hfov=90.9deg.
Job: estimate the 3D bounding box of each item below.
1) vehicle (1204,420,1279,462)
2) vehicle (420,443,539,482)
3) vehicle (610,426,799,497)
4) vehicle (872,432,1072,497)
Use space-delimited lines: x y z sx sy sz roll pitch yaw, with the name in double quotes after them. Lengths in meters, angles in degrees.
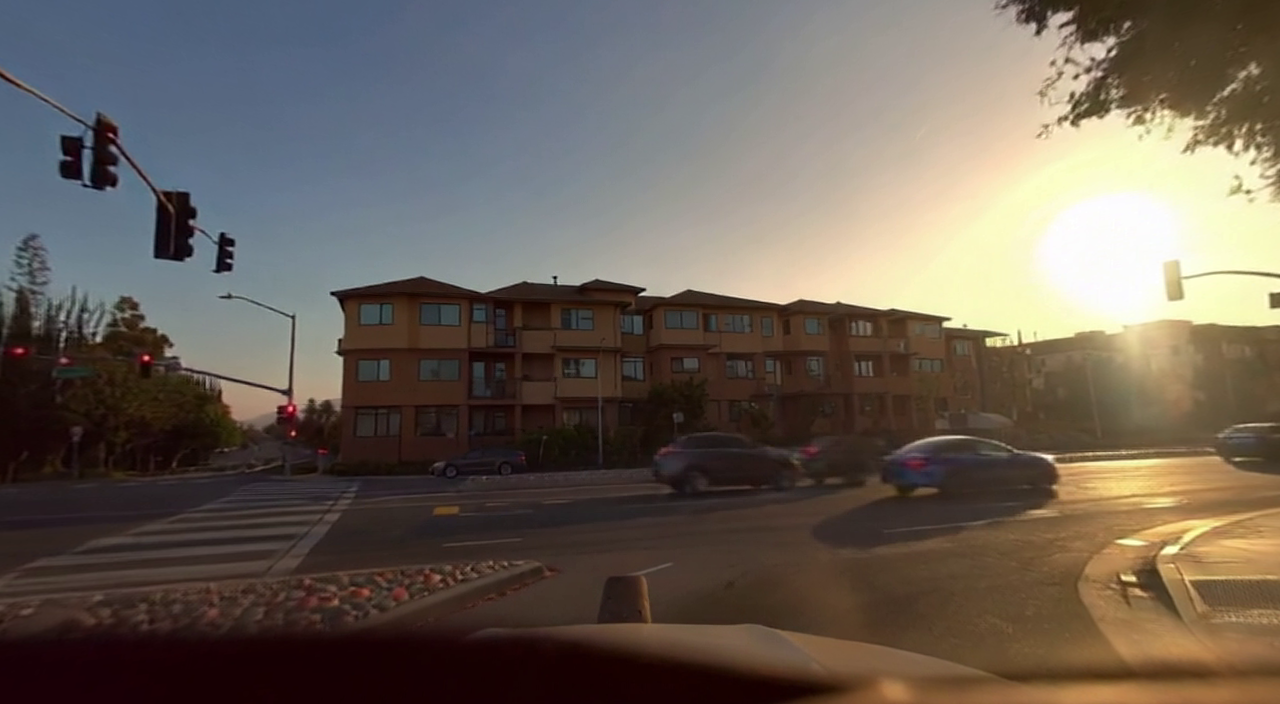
27.288 3.893 27.590 4.711 1.688 1.915 3 -9 -23 "vehicle"
-6.380 4.358 25.080 4.289 1.415 1.774 4 -9 -24 "vehicle"
1.736 2.910 17.078 4.683 1.678 1.981 4 -9 -23 "vehicle"
8.354 2.773 15.913 4.521 1.433 1.943 3 -9 -23 "vehicle"
